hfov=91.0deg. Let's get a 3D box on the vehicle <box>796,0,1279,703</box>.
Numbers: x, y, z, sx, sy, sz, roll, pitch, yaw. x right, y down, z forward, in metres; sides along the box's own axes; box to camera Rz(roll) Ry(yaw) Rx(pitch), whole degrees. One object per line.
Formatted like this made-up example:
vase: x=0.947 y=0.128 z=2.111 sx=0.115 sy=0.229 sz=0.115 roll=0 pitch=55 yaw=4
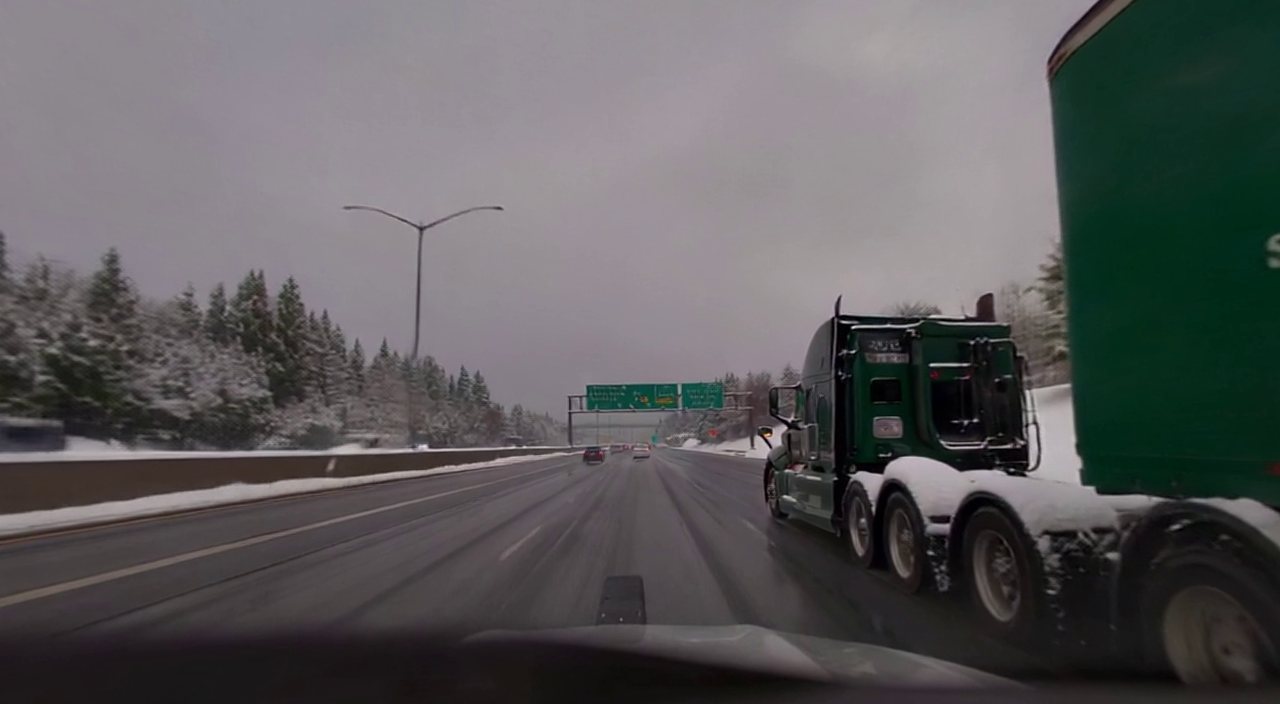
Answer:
vehicle: x=3.943 y=-0.315 z=2.243 sx=2.899 sy=4.078 sz=16.430 roll=0 pitch=-9 yaw=1
